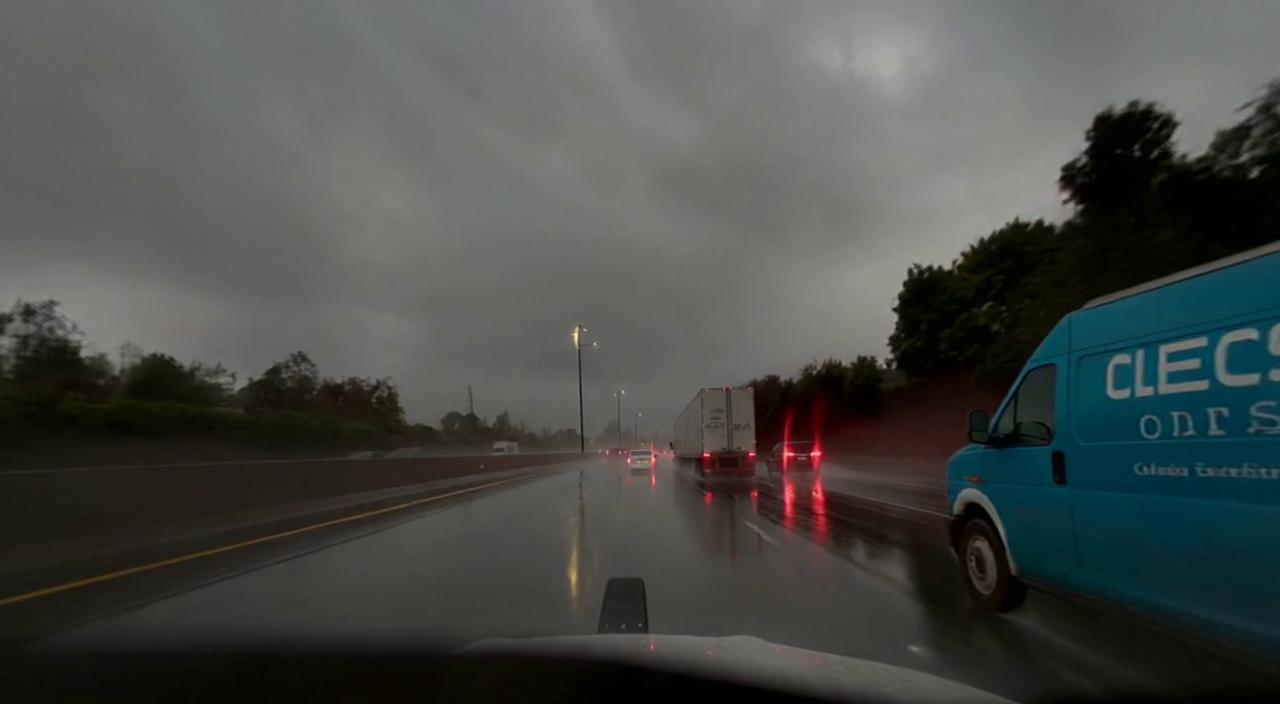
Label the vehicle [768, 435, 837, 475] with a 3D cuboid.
[{"bbox_3d":[7.839,5.030,30.941,2.144,1.769,4.540,0,-9,-1],"label":"vehicle"}]

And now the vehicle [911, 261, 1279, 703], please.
[{"bbox_3d":[3.790,0.711,2.936,2.441,2.017,5.739,0,-9,0],"label":"vehicle"}]

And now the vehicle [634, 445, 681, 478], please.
[{"bbox_3d":[0.776,5.184,30.143,2.063,1.469,4.208,0,-9,-1],"label":"vehicle"}]

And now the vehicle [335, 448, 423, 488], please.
[{"bbox_3d":[-11.874,5.284,29.073,2.058,1.678,4.584,0,-9,1],"label":"vehicle"}]

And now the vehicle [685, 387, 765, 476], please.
[{"bbox_3d":[4.347,4.612,35.424,2.821,4.077,12.562,0,-9,0],"label":"vehicle"}]
